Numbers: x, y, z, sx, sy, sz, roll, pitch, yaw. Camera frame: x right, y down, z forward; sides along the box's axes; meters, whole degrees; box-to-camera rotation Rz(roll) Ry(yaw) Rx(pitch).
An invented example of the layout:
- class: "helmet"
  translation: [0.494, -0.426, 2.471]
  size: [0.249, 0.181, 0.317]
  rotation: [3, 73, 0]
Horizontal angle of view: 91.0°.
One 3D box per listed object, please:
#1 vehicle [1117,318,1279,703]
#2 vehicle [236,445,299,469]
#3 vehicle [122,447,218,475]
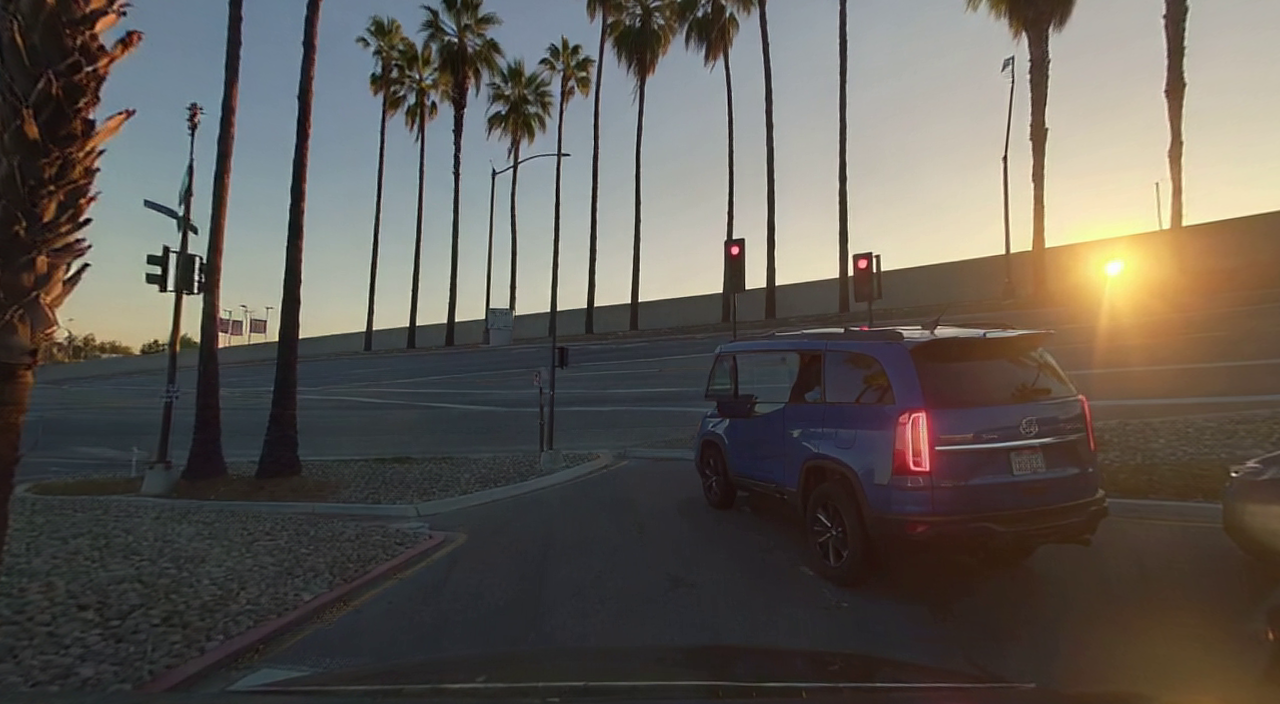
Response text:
- class: "vehicle"
  translation: [3.473, 0.515, 0.779]
  size: [2.028, 1.770, 4.737]
  rotation: [0, -9, 0]
- class: "vehicle"
  translation: [-26.268, 7.418, 44.556]
  size: [1.941, 1.631, 4.017]
  rotation: [0, -9, 0]
- class: "vehicle"
  translation: [-26.549, 6.164, 35.757]
  size: [1.830, 1.443, 4.551]
  rotation: [0, -9, 2]
